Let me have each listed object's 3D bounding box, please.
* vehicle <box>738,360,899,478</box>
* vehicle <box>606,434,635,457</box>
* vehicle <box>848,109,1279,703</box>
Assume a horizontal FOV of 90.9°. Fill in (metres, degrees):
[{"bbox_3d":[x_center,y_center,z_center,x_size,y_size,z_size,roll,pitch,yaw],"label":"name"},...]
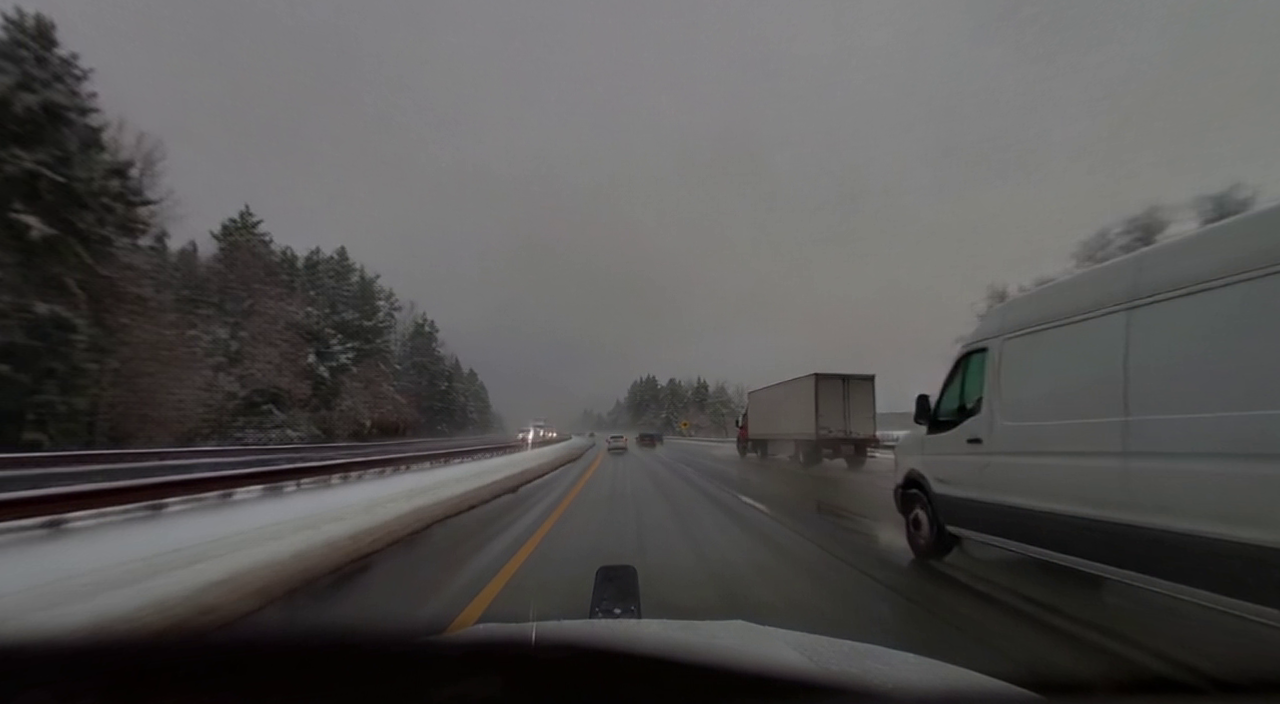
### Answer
[{"bbox_3d":[7.301,3.277,29.093,2.888,4.093,14.227,0,-8,-2],"label":"vehicle"},{"bbox_3d":[-1.501,7.019,47.476,2.088,1.671,4.068,0,-8,-2],"label":"vehicle"},{"bbox_3d":[3.442,0.593,3.632,2.436,2.521,5.409,0,-8,-2],"label":"vehicle"}]
